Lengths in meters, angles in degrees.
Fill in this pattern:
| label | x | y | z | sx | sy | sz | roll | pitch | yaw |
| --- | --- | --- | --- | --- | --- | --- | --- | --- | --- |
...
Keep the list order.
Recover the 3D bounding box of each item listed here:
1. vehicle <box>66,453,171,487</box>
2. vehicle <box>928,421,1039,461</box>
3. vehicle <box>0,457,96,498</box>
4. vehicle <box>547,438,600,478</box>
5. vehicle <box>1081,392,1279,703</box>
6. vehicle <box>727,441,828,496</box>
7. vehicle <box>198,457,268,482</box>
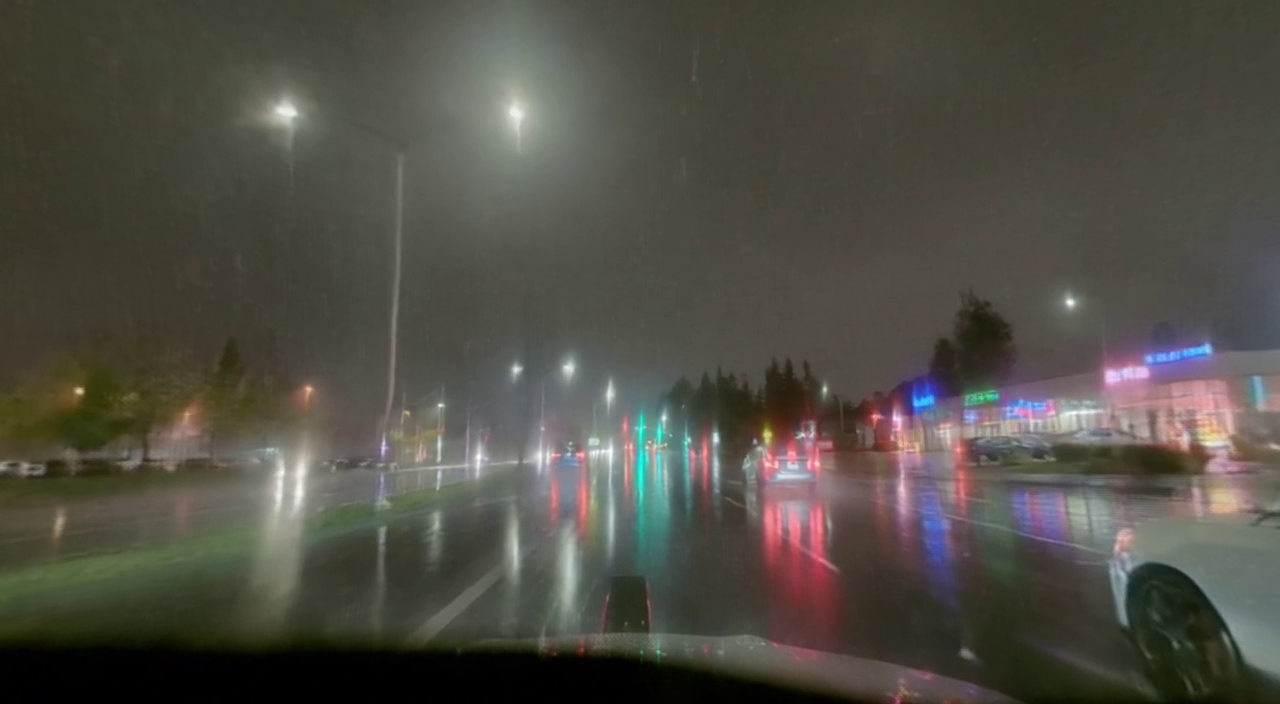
| label | x | y | z | sx | sy | sz | roll | pitch | yaw |
| --- | --- | --- | --- | --- | --- | --- | --- | --- | --- |
| vehicle | -30.881 | 6.967 | 37.544 | 1.925 | 1.776 | 4.722 | -1 | -8 | 4 |
| vehicle | 20.629 | 5.430 | 38.462 | 2.705 | 2.011 | 7.332 | -4 | -8 | 1 |
| vehicle | -27.445 | 5.541 | 27.924 | 4.681 | 1.623 | 1.998 | 5 | -10 | -31 |
| vehicle | -3.106 | 5.049 | 30.225 | 1.981 | 1.731 | 4.360 | 0 | -8 | 1 |
| vehicle | 3.560 | 0.718 | 1.251 | 1.976 | 1.491 | 4.714 | 0 | -8 | 0 |
| vehicle | 4.113 | 3.556 | 19.750 | 2.036 | 1.480 | 4.659 | 0 | -8 | -1 |
| vehicle | -29.921 | 8.616 | 46.520 | 1.881 | 1.630 | 4.843 | 0 | -8 | 0 |
